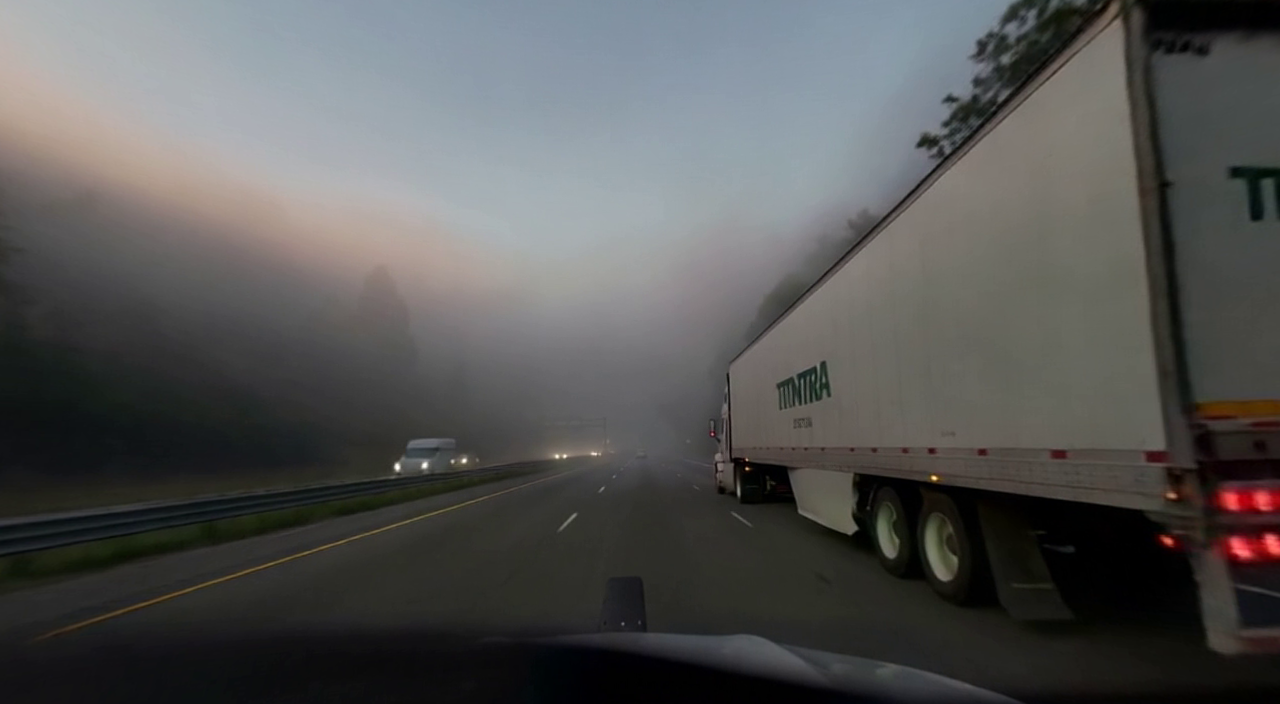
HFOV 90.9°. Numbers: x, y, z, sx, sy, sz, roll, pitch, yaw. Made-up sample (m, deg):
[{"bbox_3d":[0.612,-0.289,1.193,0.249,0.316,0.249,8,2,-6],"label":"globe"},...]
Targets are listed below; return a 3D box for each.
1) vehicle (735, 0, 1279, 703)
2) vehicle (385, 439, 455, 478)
[{"bbox_3d":[4.080,0.723,9.642,2.947,4.020,14.220,0,-9,0],"label":"vehicle"},{"bbox_3d":[-15.000,7.319,43.525,2.441,2.500,6.307,0,-9,1],"label":"vehicle"}]
